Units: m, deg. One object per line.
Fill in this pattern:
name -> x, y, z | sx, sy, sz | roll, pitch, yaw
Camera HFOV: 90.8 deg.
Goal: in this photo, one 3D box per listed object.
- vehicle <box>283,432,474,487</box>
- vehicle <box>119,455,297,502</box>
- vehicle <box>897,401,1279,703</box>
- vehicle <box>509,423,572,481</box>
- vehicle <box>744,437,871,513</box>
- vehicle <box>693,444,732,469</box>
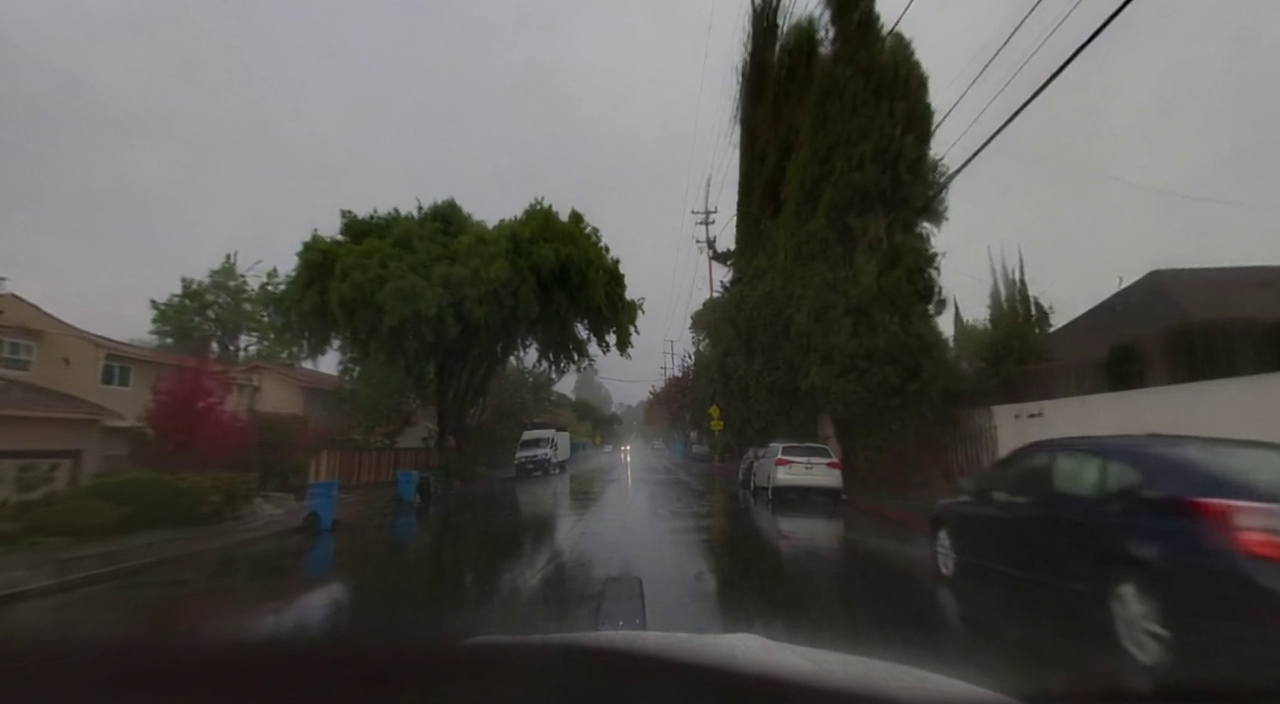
vehicle -> -10.350, 4.319, 25.501 | 6.540, 2.079, 2.565 | 0, -9, 2
vehicle -> -14.572, 4.260, 21.521 | 4.565, 1.489, 1.950 | 0, -9, -1
vehicle -> 3.569, 1.246, 4.525 | 1.903, 1.500, 4.057 | 0, -9, 3
vehicle -> -5.528, 5.625, 35.897 | 2.313, 2.875, 6.057 | -4, -8, 2
vehicle -> 3.826, 2.882, 15.384 | 1.970, 1.530, 4.899 | 0, -9, 3
vehicle -> 4.806, 6.981, 42.323 | 2.016, 1.544, 4.645 | 0, -9, 0
